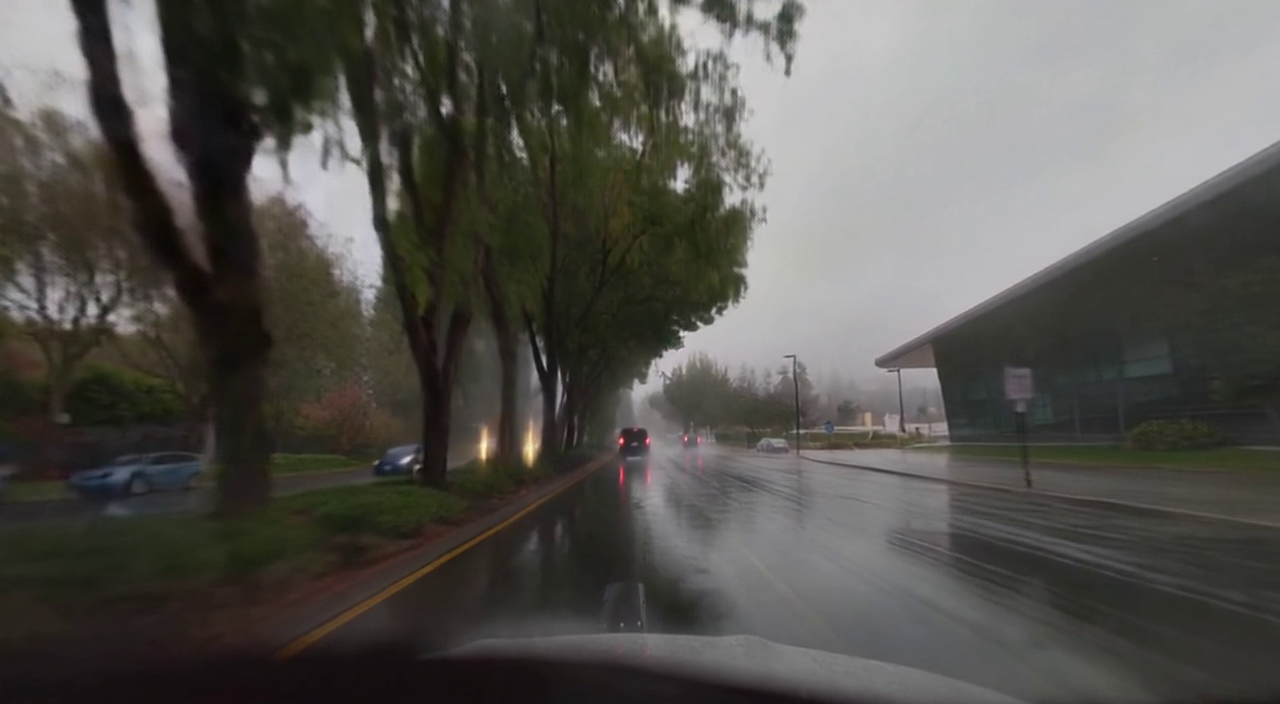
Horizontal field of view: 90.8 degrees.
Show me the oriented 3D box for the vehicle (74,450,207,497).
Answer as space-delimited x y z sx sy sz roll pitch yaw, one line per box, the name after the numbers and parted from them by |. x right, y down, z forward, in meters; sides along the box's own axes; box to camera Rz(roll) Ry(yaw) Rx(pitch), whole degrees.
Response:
-17.810 4.295 22.759 1.773 1.510 3.608 0 -8 0 | vehicle

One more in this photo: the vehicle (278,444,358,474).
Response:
-18.022 5.970 35.591 2.003 1.533 4.691 0 -8 0 | vehicle

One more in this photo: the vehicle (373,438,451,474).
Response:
-10.859 4.970 30.487 1.979 1.605 4.550 0 -8 1 | vehicle

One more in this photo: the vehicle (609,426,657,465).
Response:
-0.381 5.134 34.661 2.411 1.937 5.186 0 -8 -1 | vehicle

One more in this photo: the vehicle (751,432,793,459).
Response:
9.418 6.721 45.430 2.364 1.781 4.854 -1 -9 5 | vehicle
